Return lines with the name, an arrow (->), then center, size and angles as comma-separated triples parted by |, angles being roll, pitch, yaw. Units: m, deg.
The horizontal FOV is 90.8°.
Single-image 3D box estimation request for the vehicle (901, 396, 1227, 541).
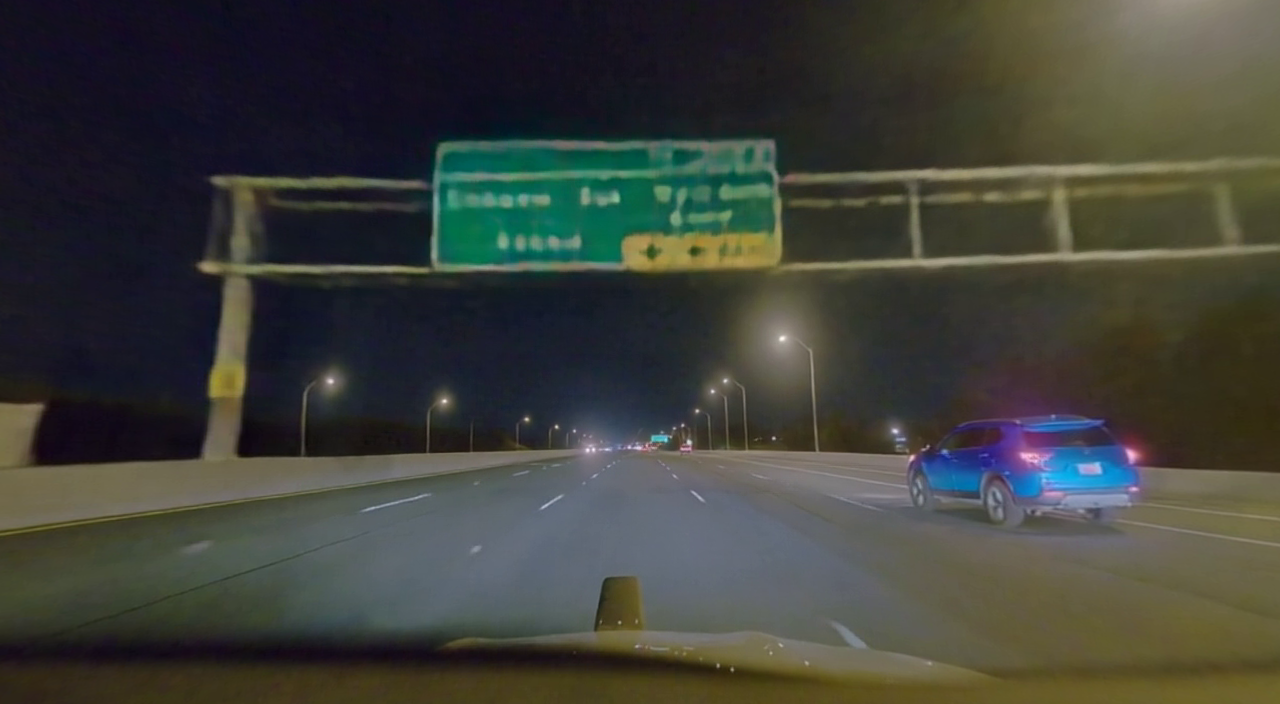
vehicle -> 6.568, 1.875, 10.688 | 2.222, 1.899, 4.595 | 0, -8, -1
